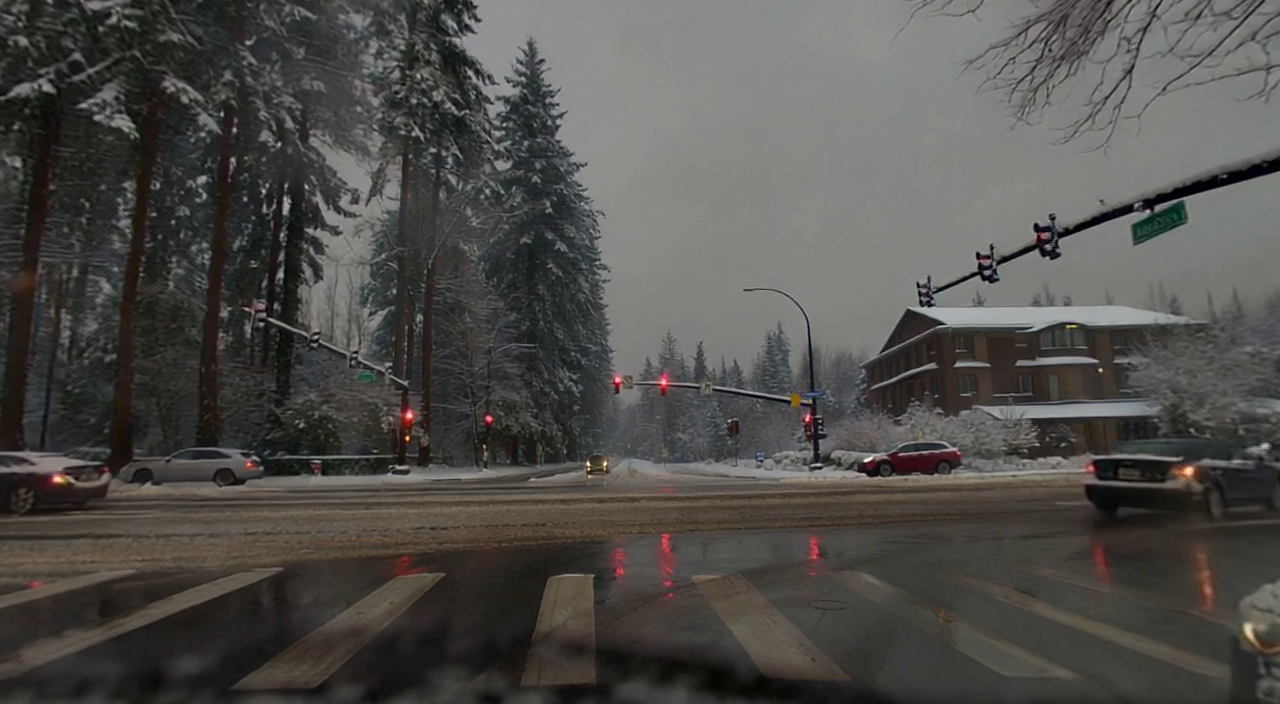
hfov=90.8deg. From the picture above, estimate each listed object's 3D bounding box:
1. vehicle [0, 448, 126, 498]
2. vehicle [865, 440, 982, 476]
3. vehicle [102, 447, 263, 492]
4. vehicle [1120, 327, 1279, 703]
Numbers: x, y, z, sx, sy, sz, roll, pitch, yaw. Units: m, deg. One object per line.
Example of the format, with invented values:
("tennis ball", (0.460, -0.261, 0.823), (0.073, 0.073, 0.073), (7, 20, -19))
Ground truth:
("vehicle", (-22.321, 4.416, 23.272), (4.748, 1.727, 2.325), (0, -8, 1))
("vehicle", (15.645, 5.887, 35.144), (5.220, 1.897, 2.596), (0, -8, 0))
("vehicle", (-19.136, 4.949, 26.660), (4.798, 1.763, 2.536), (0, -10, 0))
("vehicle", (3.171, 0.521, 0.451), (2.227, 1.705, 4.719), (-1, -8, 5))
